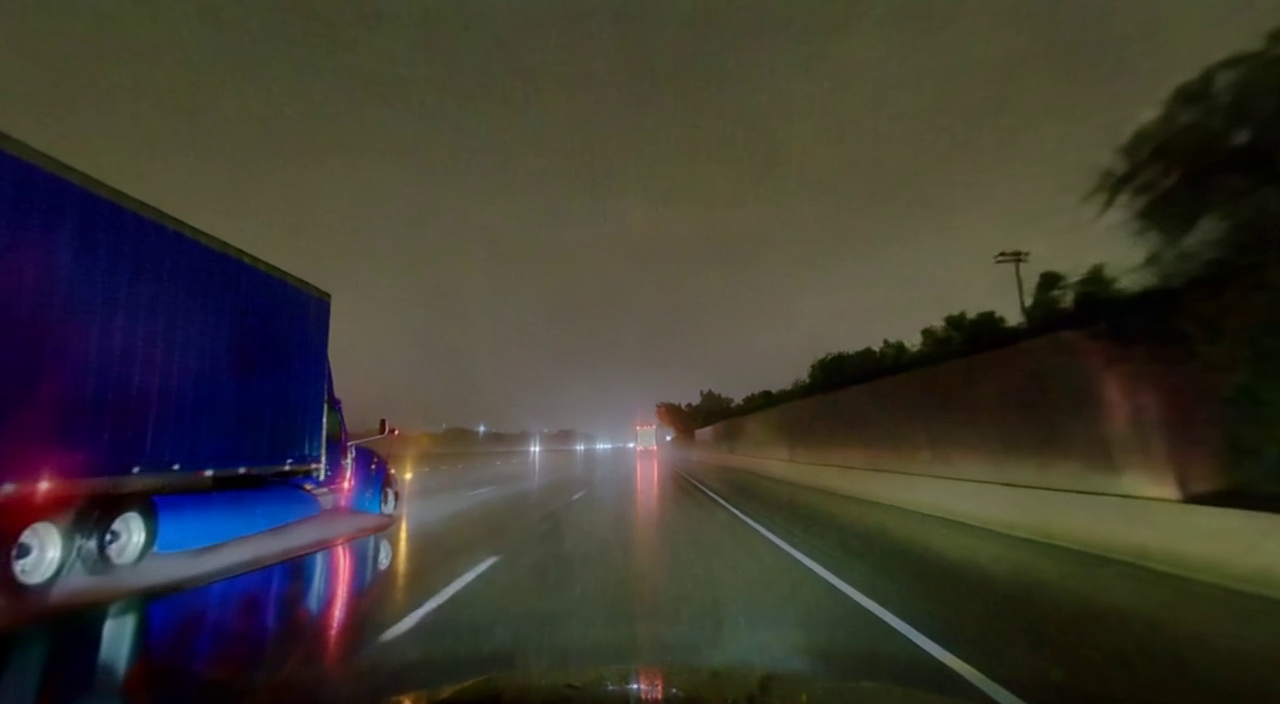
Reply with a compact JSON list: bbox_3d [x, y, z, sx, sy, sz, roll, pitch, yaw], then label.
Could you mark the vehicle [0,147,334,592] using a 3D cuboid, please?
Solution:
[{"bbox_3d":[-7.192,0.352,6.933,2.996,3.947,8.600,0,-9,2],"label":"vehicle"}]
